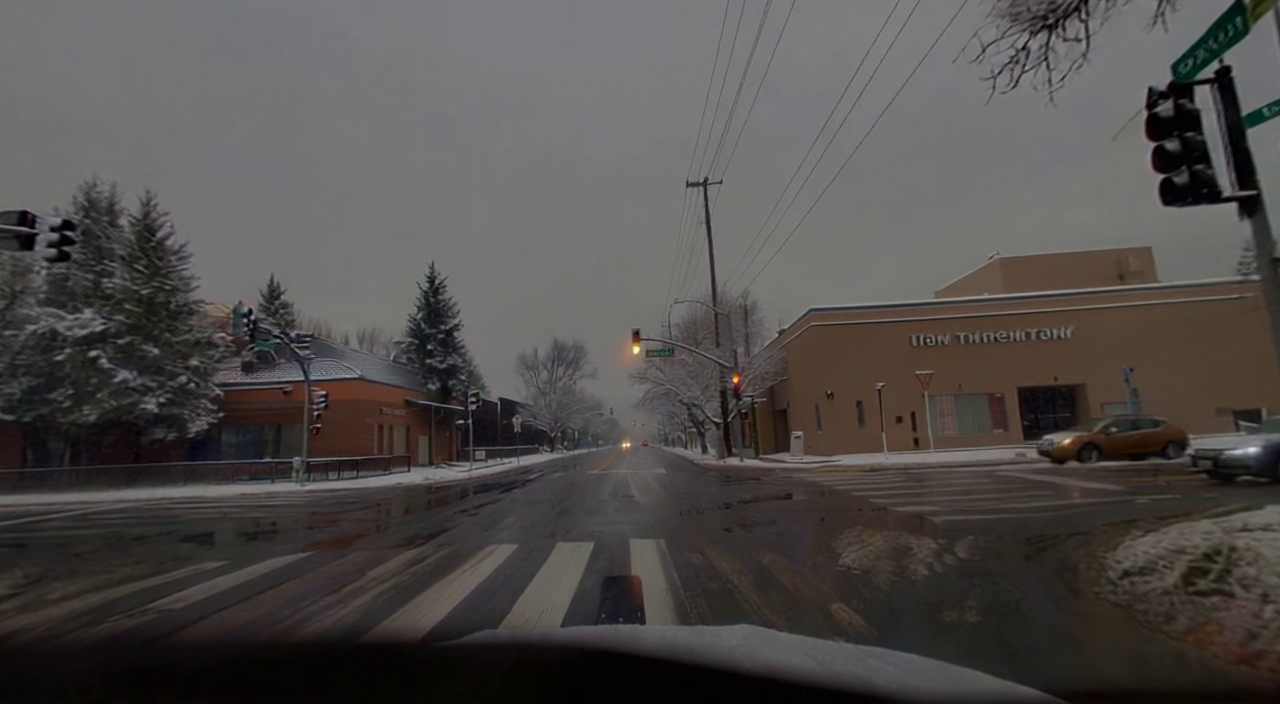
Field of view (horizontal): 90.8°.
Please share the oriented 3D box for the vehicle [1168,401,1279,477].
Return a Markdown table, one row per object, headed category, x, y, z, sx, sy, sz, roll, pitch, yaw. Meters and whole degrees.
| category | x | y | z | sx | sy | sz | roll | pitch | yaw |
| --- | --- | --- | --- | --- | --- | --- | --- | --- | --- |
| vehicle | 14.438 | 1.855 | 13.450 | 4.632 | 1.484 | 1.907 | 0 | -8 | -1 |
